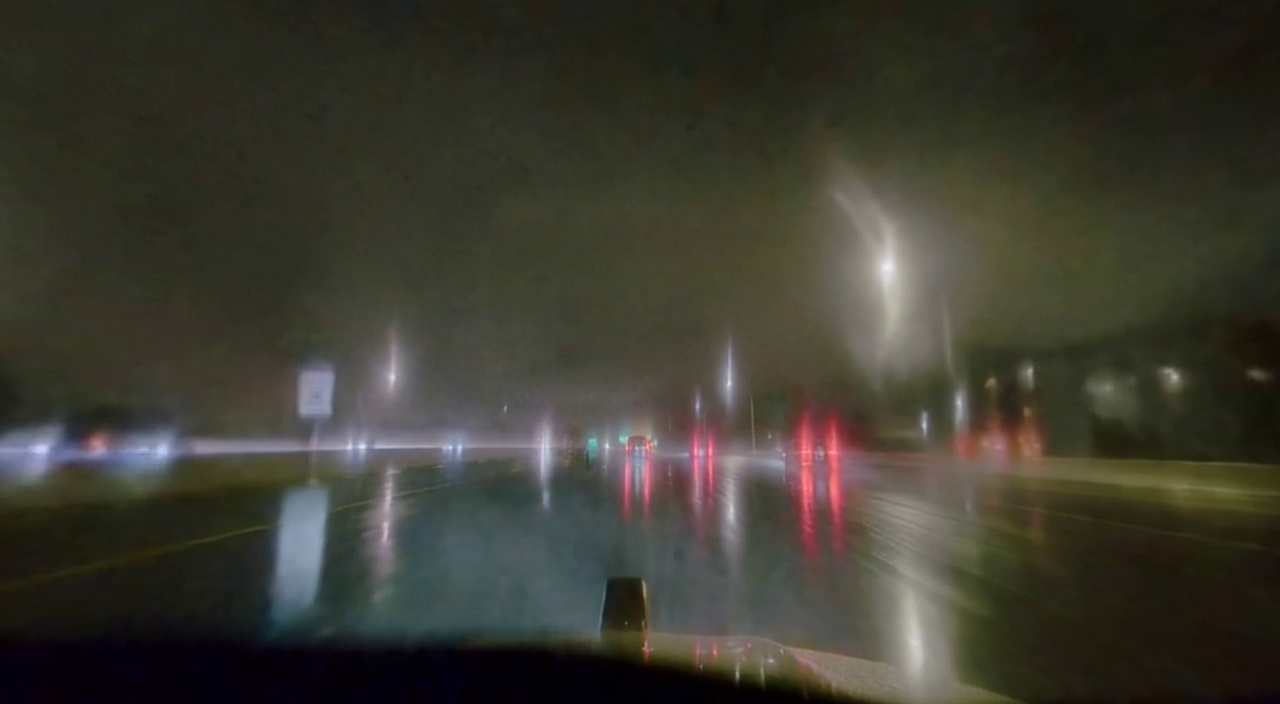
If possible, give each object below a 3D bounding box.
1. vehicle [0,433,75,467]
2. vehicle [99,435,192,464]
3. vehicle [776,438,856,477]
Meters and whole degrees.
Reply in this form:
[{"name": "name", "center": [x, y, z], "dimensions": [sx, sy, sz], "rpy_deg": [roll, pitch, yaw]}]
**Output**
[{"name": "vehicle", "center": [-33.874, 5.317, 34.345], "dimensions": [2.000, 1.707, 4.481], "rpy_deg": [0, -8, -1]}, {"name": "vehicle", "center": [-29.840, 5.891, 38.244], "dimensions": [1.953, 1.664, 4.513], "rpy_deg": [0, -8, 0]}, {"name": "vehicle", "center": [7.560, 4.572, 27.603], "dimensions": [2.031, 1.524, 4.657], "rpy_deg": [1, -8, -2]}]
